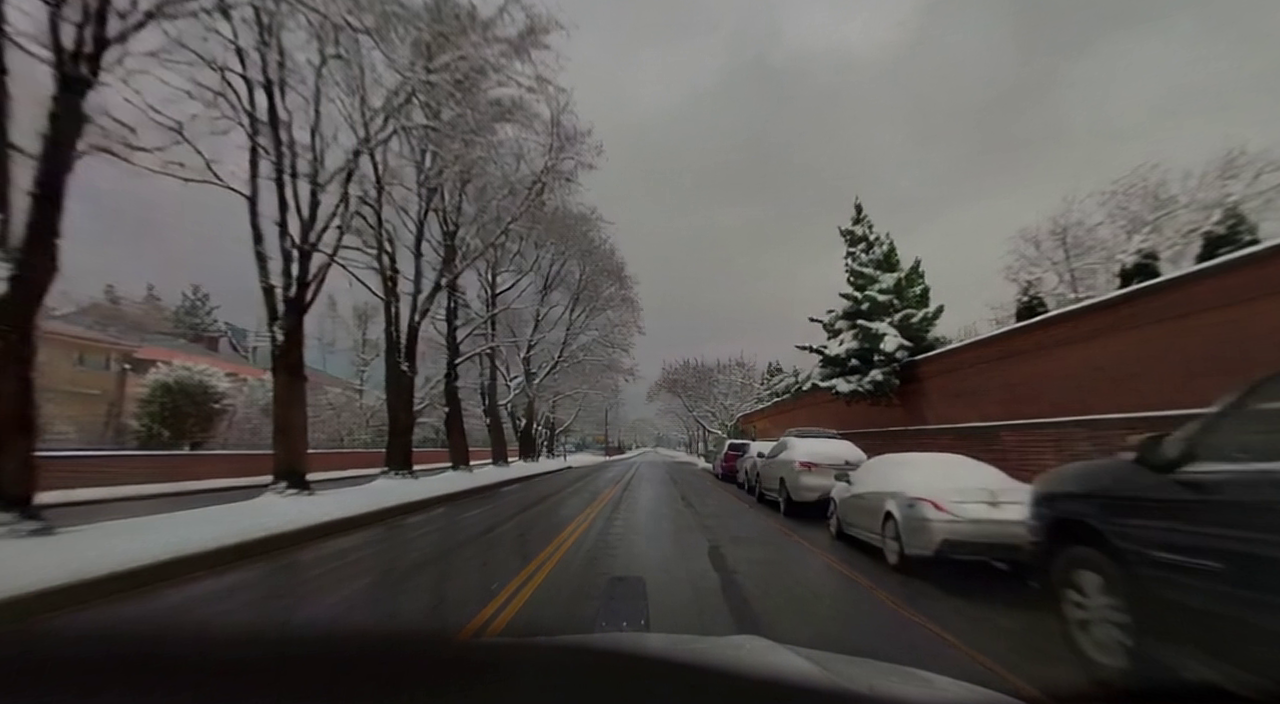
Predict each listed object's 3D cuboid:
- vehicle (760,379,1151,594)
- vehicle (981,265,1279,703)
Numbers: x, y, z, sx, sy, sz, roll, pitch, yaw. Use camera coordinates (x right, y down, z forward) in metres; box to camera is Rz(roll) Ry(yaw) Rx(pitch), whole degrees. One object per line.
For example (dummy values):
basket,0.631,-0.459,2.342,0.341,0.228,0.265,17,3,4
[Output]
vehicle,3.593,1.732,9.096,2.421,1.991,6.043,1,-9,-1
vehicle,3.446,0.503,0.860,2.518,1.943,6.415,0,-8,1
